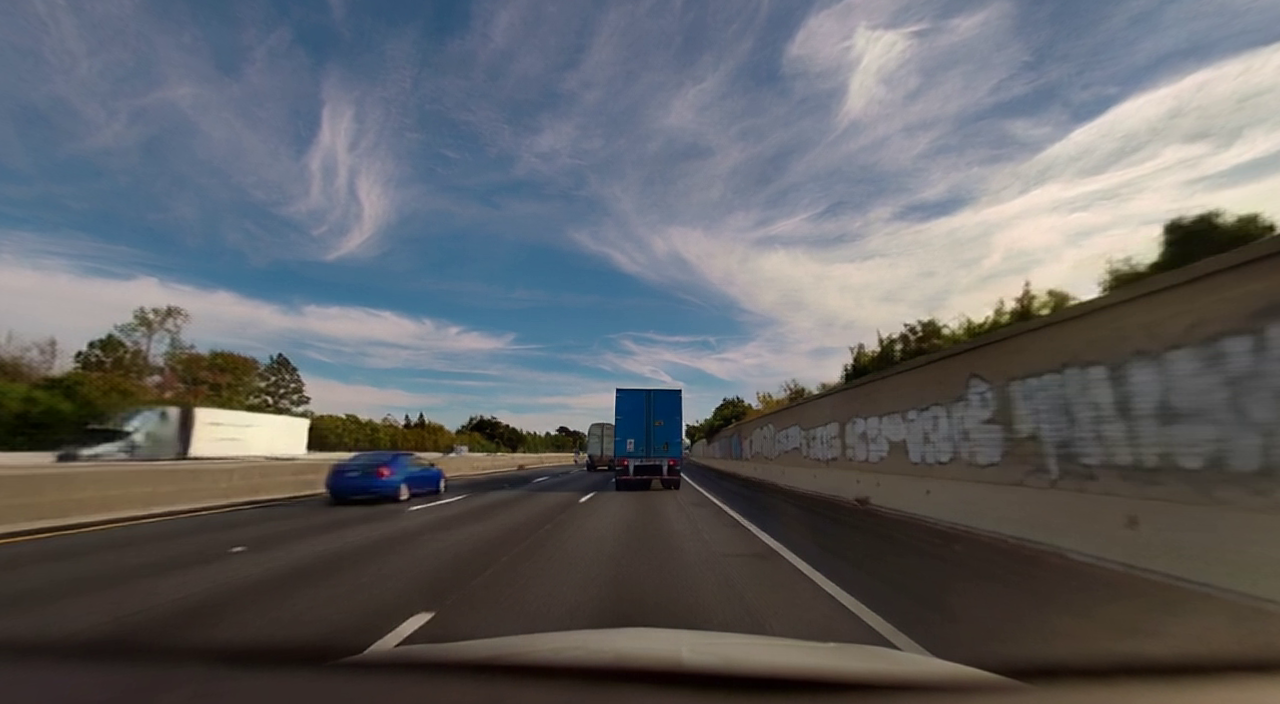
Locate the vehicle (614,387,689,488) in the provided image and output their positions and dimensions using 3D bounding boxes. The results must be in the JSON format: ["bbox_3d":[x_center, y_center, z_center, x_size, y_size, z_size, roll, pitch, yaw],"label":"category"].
[{"bbox_3d":[0.489,4.292,30.911,2.997,4.069,10.871,0,-9,0],"label":"vehicle"}]

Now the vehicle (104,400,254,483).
[{"bbox_3d":[-23.849,4.738,33.117,2.940,3.893,6.068,0,-9,2],"label":"vehicle"}]

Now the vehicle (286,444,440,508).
[{"bbox_3d":[-7.447,3.373,17.630,1.998,1.529,4.850,0,-9,1],"label":"vehicle"}]
